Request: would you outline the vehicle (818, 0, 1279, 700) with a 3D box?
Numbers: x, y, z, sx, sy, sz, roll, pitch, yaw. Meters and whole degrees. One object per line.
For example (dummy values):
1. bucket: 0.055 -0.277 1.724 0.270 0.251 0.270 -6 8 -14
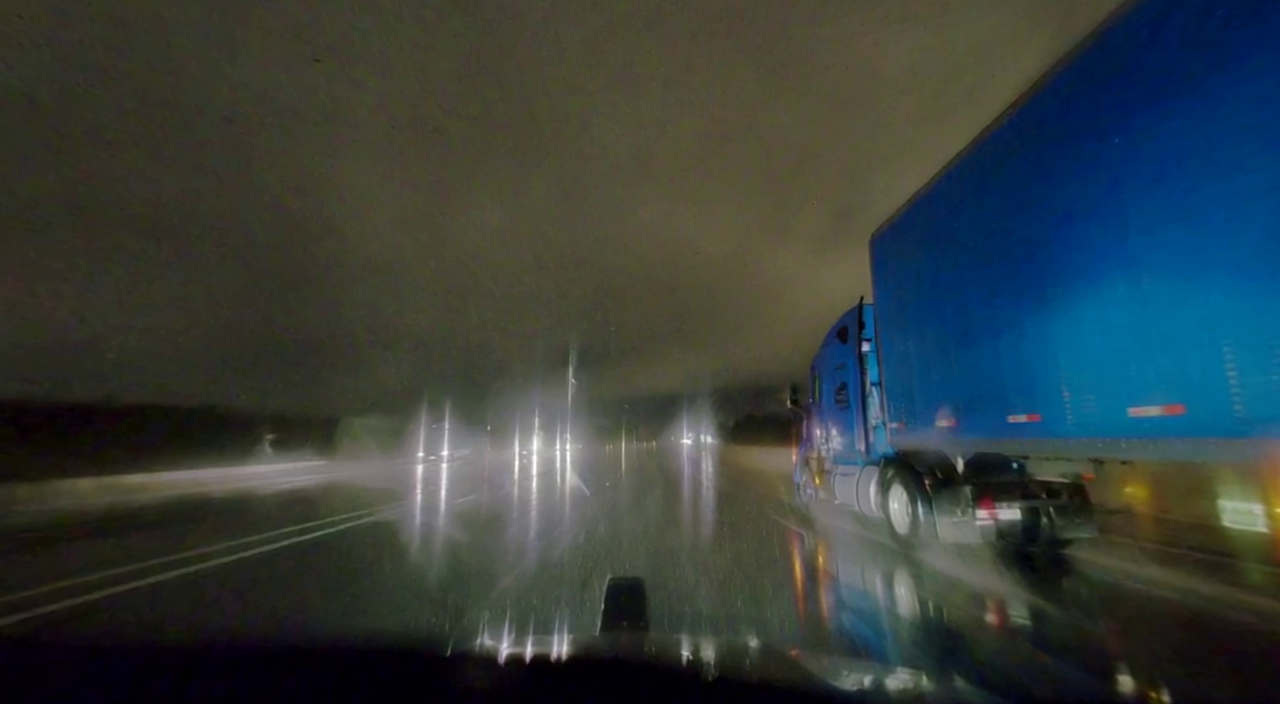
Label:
1. vehicle: 4.720 -0.205 3.752 2.908 4.075 15.065 0 -9 0
